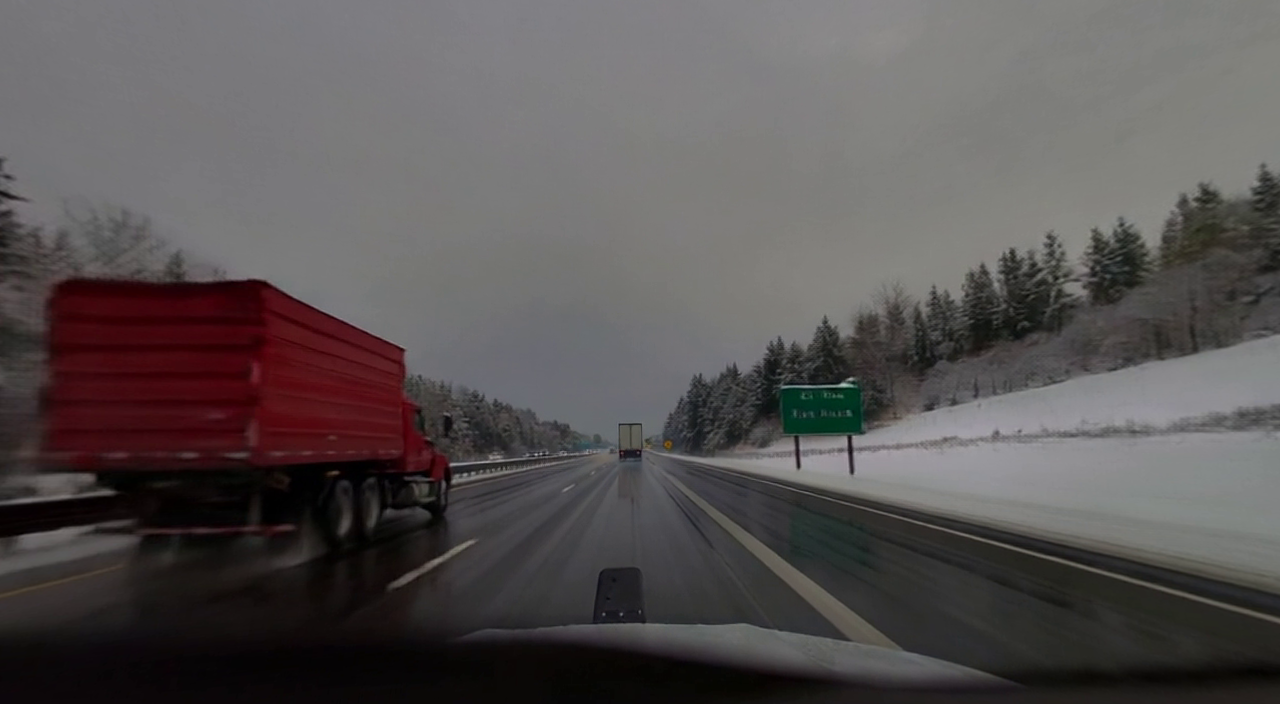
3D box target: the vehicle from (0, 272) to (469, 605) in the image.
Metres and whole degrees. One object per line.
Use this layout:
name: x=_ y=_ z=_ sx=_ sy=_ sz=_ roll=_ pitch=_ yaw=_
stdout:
vehicle: x=-4.382 y=1.172 z=8.498 sx=2.368 sy=2.813 sz=6.329 roll=0 pitch=-9 yaw=0
